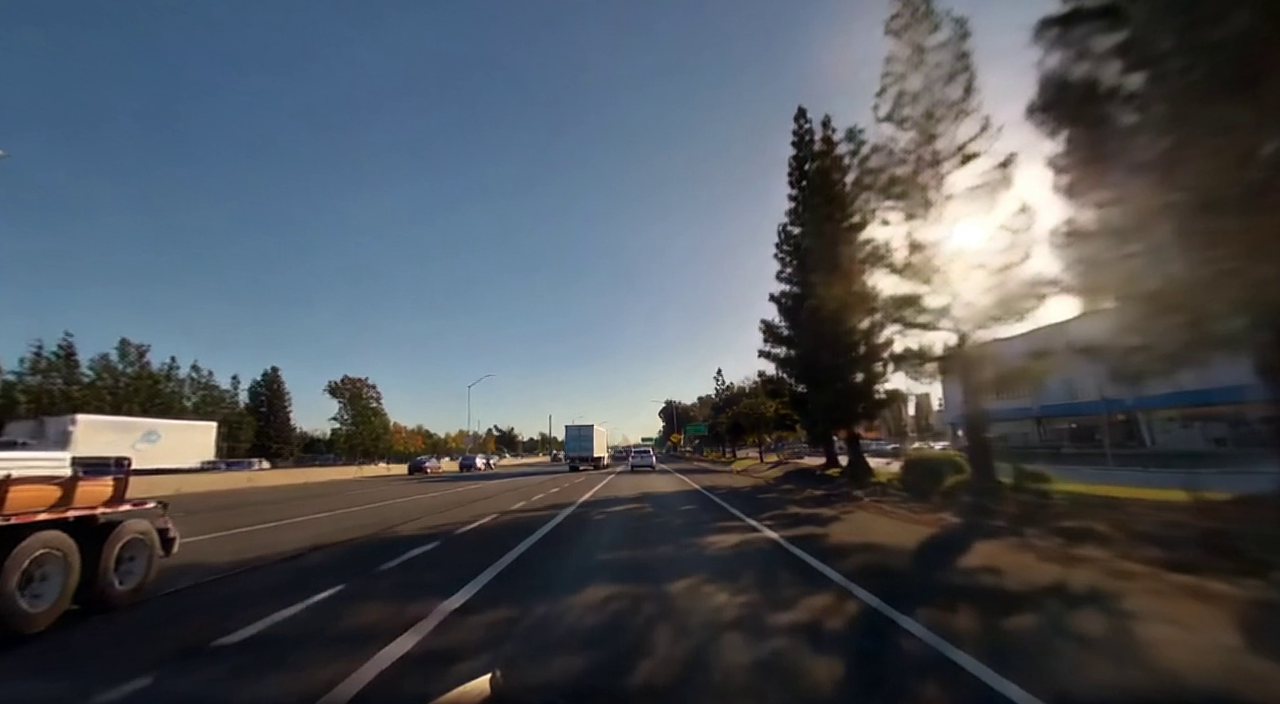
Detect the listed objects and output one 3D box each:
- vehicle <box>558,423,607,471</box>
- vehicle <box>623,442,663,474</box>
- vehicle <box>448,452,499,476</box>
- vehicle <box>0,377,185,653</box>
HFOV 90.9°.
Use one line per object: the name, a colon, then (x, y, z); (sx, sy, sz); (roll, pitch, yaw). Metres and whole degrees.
vehicle: (-4.374, 7.472, 49.667); (2.796, 3.426, 8.553); (-1, -9, 2)
vehicle: (0.171, 6.272, 37.564); (2.227, 1.794, 4.646); (0, -9, 1)
vehicle: (-11.125, 7.519, 42.529); (1.928, 1.480, 4.823); (-1, -9, 2)
vehicle: (-5.338, 0.963, 3.404); (2.200, 1.793, 4.586); (-1, -9, 2)
